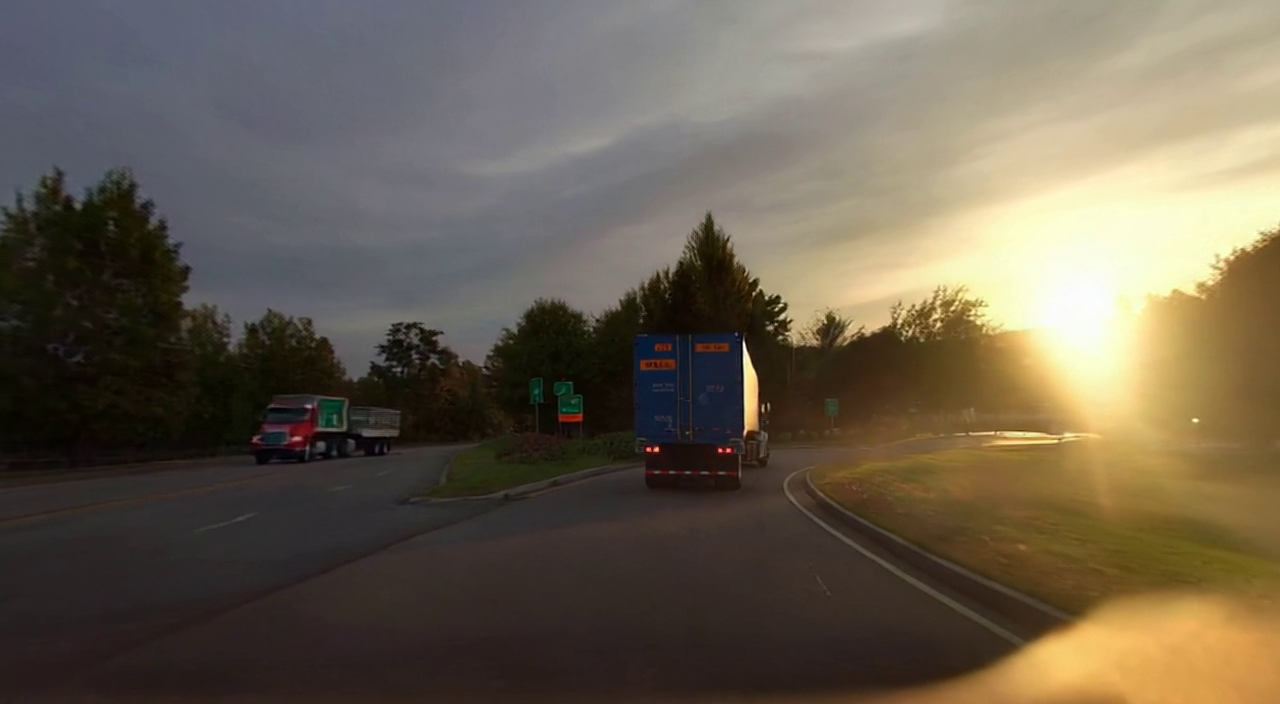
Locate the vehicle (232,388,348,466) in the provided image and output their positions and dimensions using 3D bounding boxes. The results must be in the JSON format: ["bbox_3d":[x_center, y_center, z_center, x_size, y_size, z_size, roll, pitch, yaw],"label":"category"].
[{"bbox_3d":[-18.362,4.040,33.552,3.008,3.708,6.125,0,-8,-5],"label":"vehicle"}]

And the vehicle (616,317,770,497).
[{"bbox_3d":[1.968,1.746,17.596,2.937,3.647,9.344,-3,-8,12],"label":"vehicle"}]
